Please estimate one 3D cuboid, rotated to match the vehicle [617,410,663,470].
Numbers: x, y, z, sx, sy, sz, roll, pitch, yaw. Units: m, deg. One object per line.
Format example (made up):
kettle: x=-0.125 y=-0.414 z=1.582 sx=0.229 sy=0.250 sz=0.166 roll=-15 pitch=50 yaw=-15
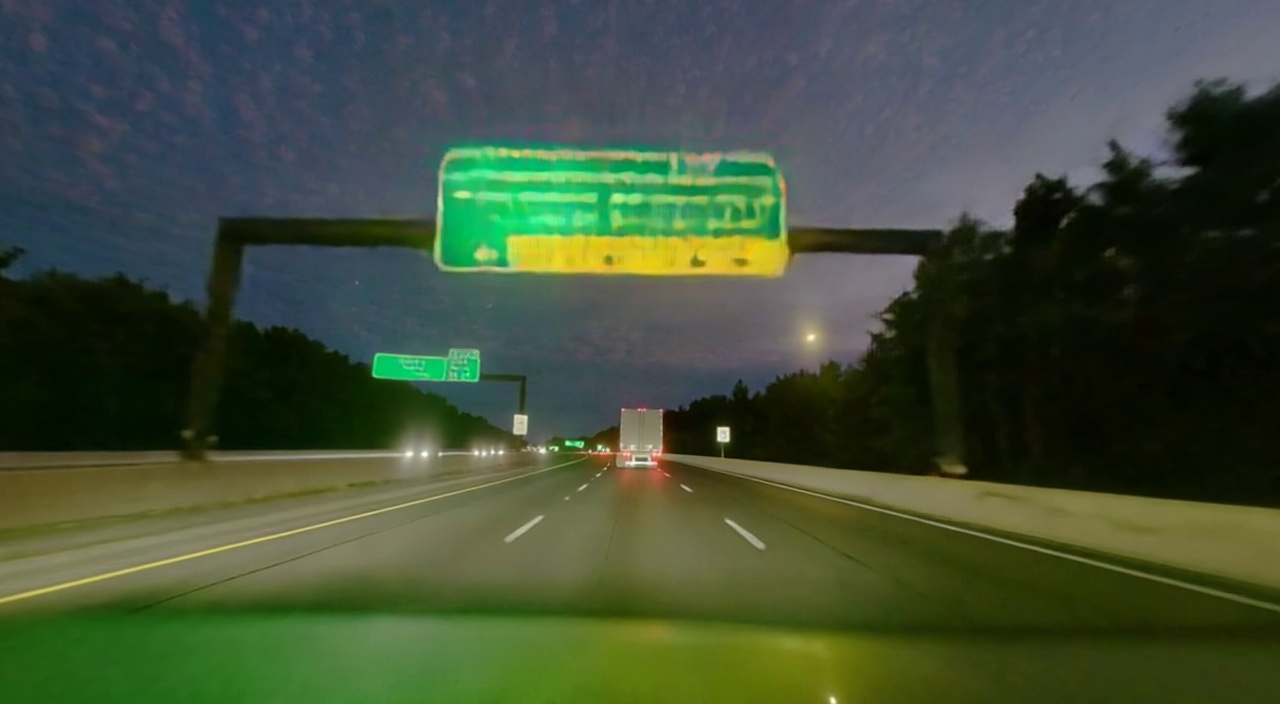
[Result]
vehicle: x=-0.193 y=6.589 z=46.690 sx=2.962 sy=3.953 sz=10.696 roll=0 pitch=-9 yaw=-2
